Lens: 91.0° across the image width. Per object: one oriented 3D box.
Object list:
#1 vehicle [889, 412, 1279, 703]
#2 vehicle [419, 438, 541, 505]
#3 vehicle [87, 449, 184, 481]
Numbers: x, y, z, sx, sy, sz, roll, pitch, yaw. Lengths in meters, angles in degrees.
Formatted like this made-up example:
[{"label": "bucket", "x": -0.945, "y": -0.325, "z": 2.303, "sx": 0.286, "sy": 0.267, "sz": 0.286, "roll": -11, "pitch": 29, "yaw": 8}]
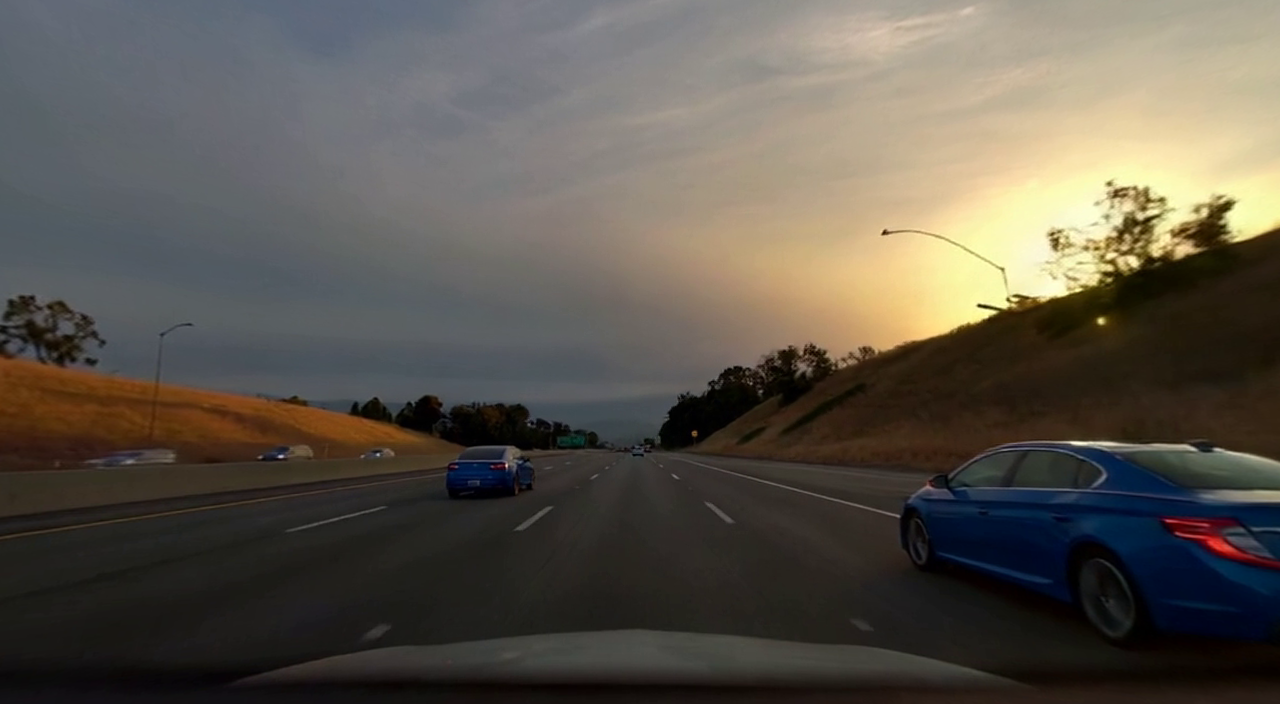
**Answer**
[{"label": "vehicle", "x": 3.865, "y": 1.285, "z": 4.599, "sx": 2.049, "sy": 1.481, "sz": 4.774, "roll": 0, "pitch": -8, "yaw": -1}, {"label": "vehicle", "x": -4.000, "y": 3.058, "z": 16.618, "sx": 1.987, "sy": 1.516, "sz": 4.478, "roll": 0, "pitch": -8, "yaw": 1}, {"label": "vehicle", "x": -28.999, "y": 6.480, "z": 36.382, "sx": 1.862, "sy": 1.668, "sz": 4.381, "roll": 0, "pitch": -9, "yaw": 1}]
